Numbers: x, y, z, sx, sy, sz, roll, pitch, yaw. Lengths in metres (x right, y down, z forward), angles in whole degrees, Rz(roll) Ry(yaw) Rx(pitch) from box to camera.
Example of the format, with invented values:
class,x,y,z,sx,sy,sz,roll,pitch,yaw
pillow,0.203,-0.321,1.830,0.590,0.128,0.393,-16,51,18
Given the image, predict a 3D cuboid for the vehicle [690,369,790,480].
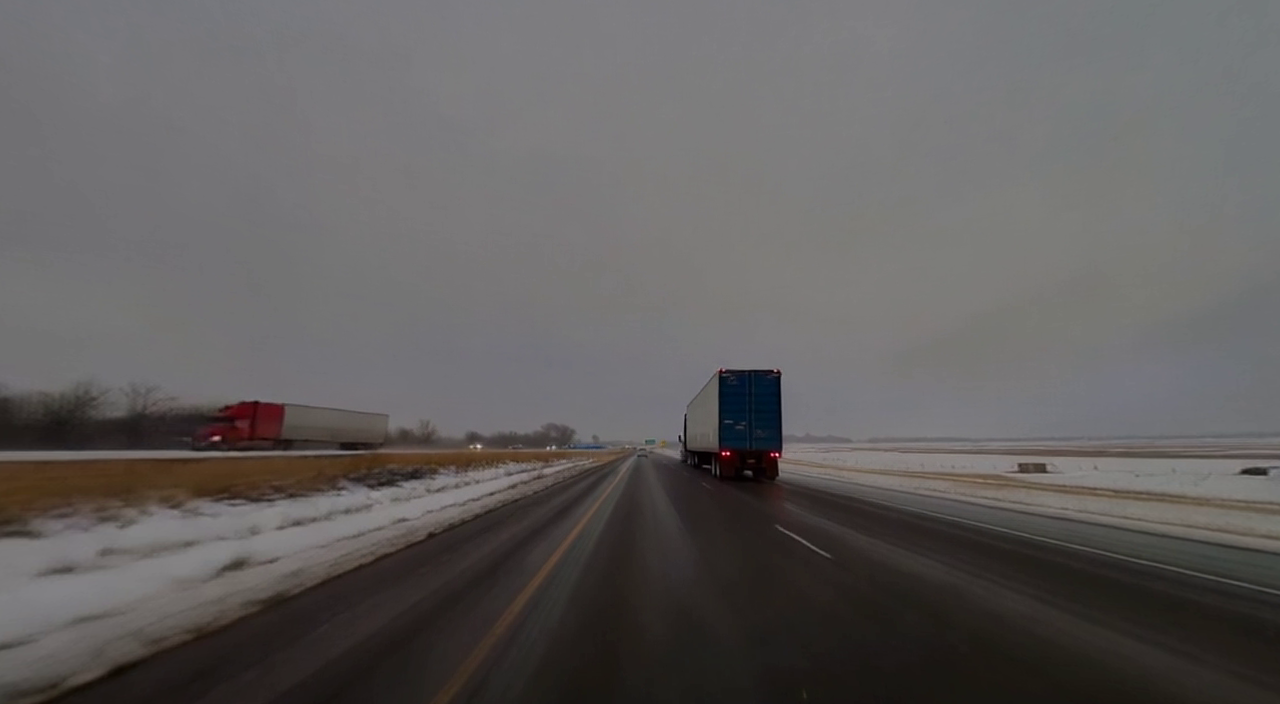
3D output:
class,x,y,z,sx,sy,sz,roll,pitch,yaw
vehicle,4.293,3.713,30.434,2.818,4.206,12.987,0,-9,0
